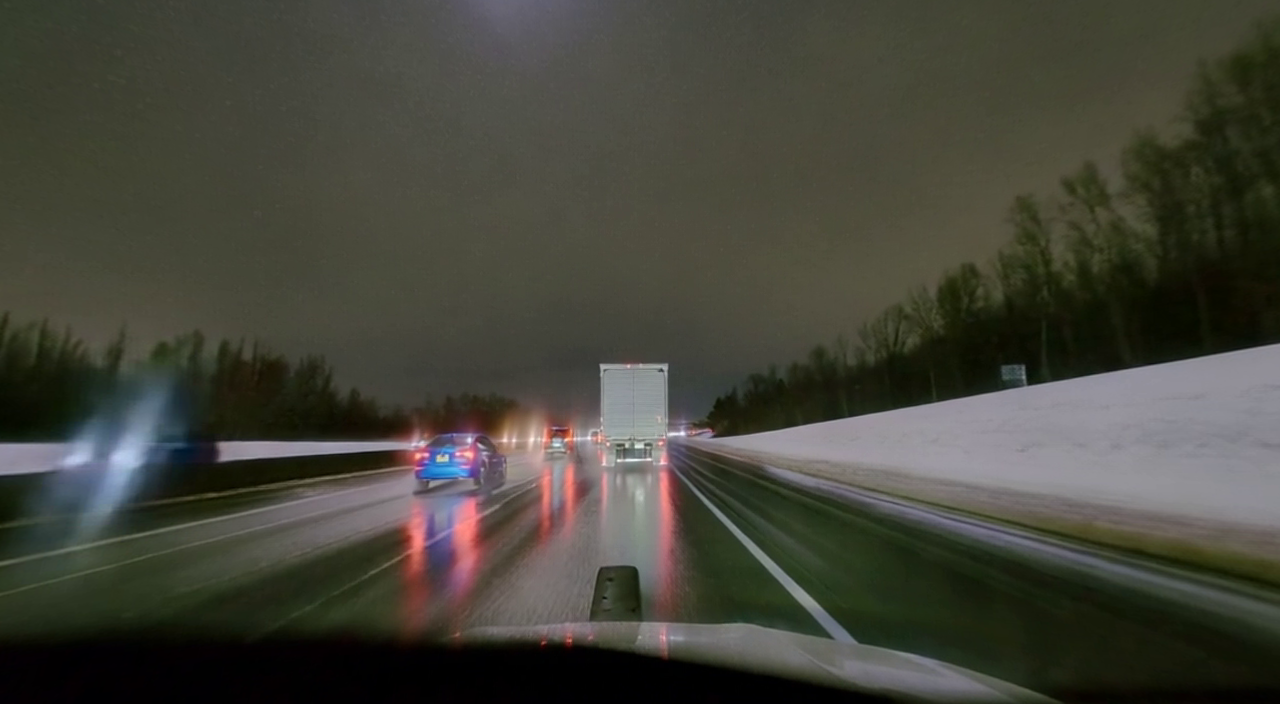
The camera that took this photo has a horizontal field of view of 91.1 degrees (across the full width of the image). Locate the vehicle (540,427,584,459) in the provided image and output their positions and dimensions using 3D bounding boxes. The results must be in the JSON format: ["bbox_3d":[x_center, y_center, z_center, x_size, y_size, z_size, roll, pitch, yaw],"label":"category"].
[{"bbox_3d":[-4.639,5.462,37.898,2.019,1.834,4.644,0,-8,0],"label":"vehicle"}]

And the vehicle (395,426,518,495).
[{"bbox_3d":[-4.621,2.771,16.591,1.931,1.539,4.441,0,-8,0],"label":"vehicle"}]

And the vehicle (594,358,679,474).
[{"bbox_3d":[-0.236,2.896,27.006,2.953,4.041,10.072,0,-8,-1],"label":"vehicle"}]
